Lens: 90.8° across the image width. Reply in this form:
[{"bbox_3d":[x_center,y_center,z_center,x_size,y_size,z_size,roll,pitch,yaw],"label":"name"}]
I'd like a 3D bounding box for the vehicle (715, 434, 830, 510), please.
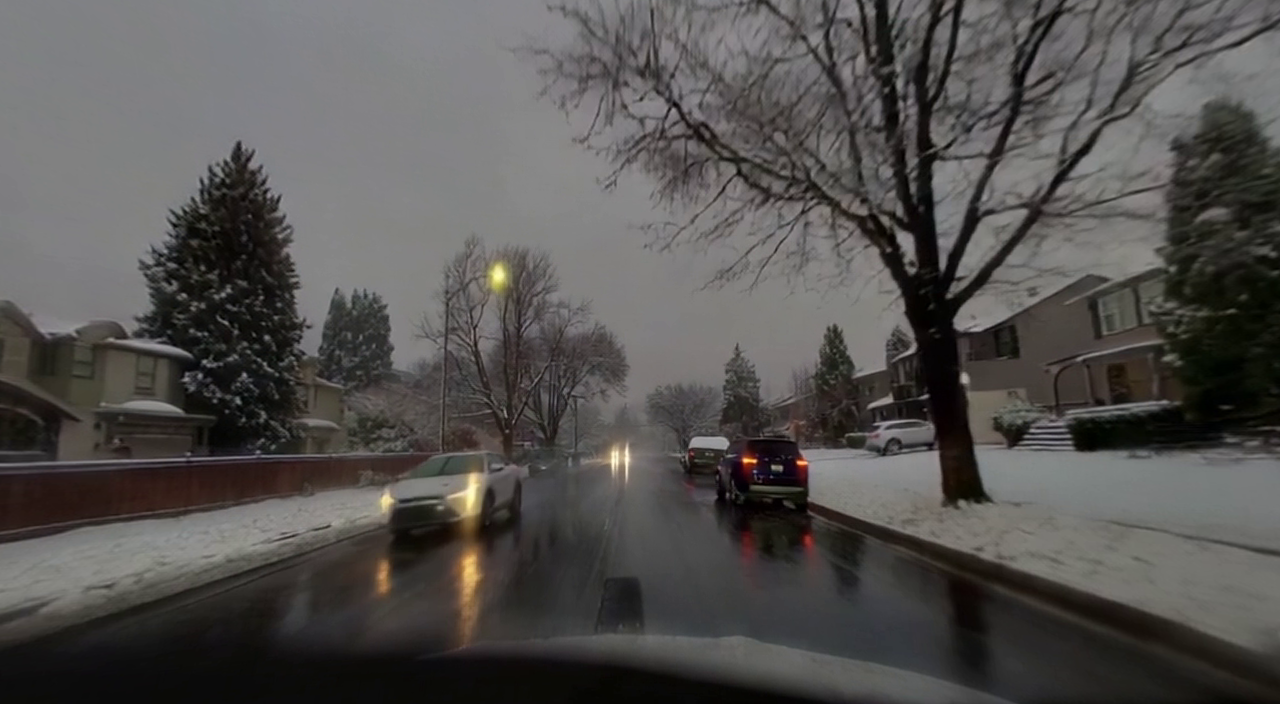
[{"bbox_3d":[3.217,3.002,16.392,2.079,1.651,4.783,0,-8,2],"label":"vehicle"}]

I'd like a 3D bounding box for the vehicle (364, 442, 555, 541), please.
[{"bbox_3d":[-3.104,2.497,12.120,2.104,1.497,4.781,0,-8,2],"label":"vehicle"}]

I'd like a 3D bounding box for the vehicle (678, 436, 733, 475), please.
[{"bbox_3d":[3.427,5.536,34.066,2.350,1.912,5.696,0,-8,0],"label":"vehicle"}]

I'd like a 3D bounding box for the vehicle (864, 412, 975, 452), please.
[{"bbox_3d":[13.326,3.814,30.388,4.310,1.805,2.289,-1,-6,6],"label":"vehicle"}]
